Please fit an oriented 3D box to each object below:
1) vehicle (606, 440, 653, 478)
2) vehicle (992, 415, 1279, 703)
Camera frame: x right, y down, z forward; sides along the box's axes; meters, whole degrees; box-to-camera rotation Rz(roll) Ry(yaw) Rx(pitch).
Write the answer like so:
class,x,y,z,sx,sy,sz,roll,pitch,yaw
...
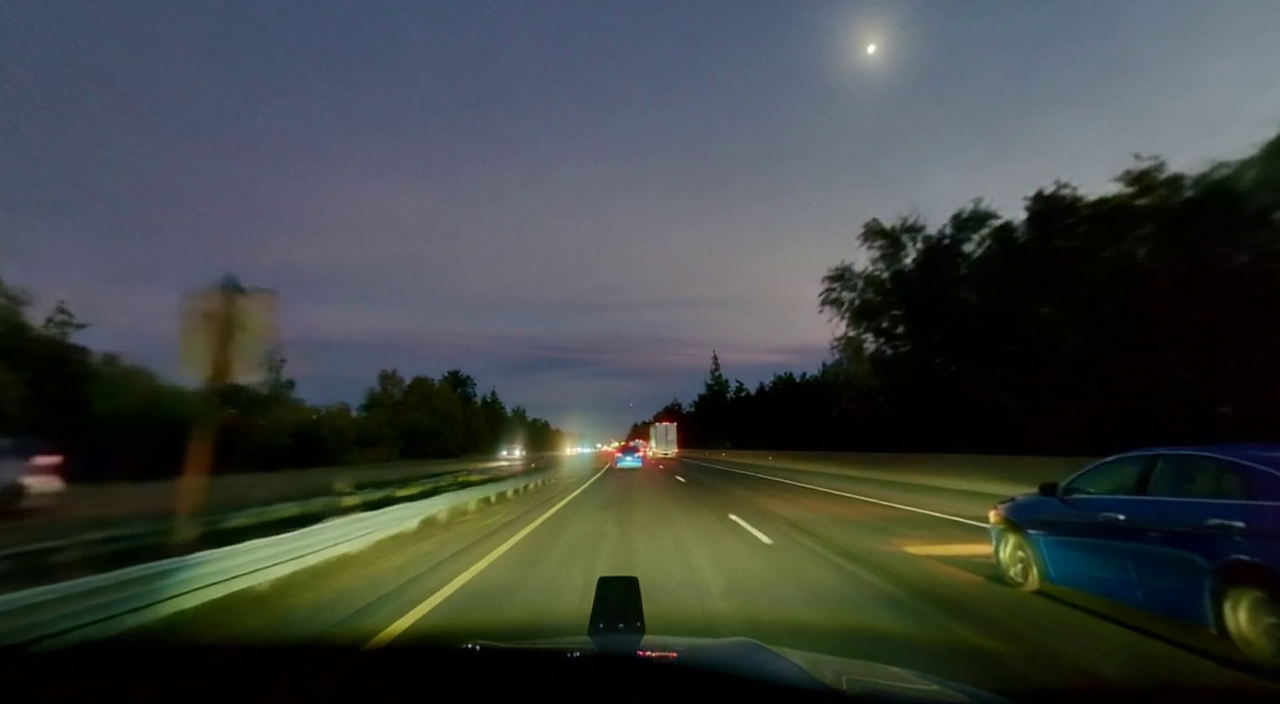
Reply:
class,x,y,z,sx,sy,sz,roll,pitch,yaw
vehicle,-0.512,5.224,31.013,2.190,1.706,4.062,0,-9,-1
vehicle,4.154,1.120,3.730,1.917,1.421,3.759,0,-9,0
